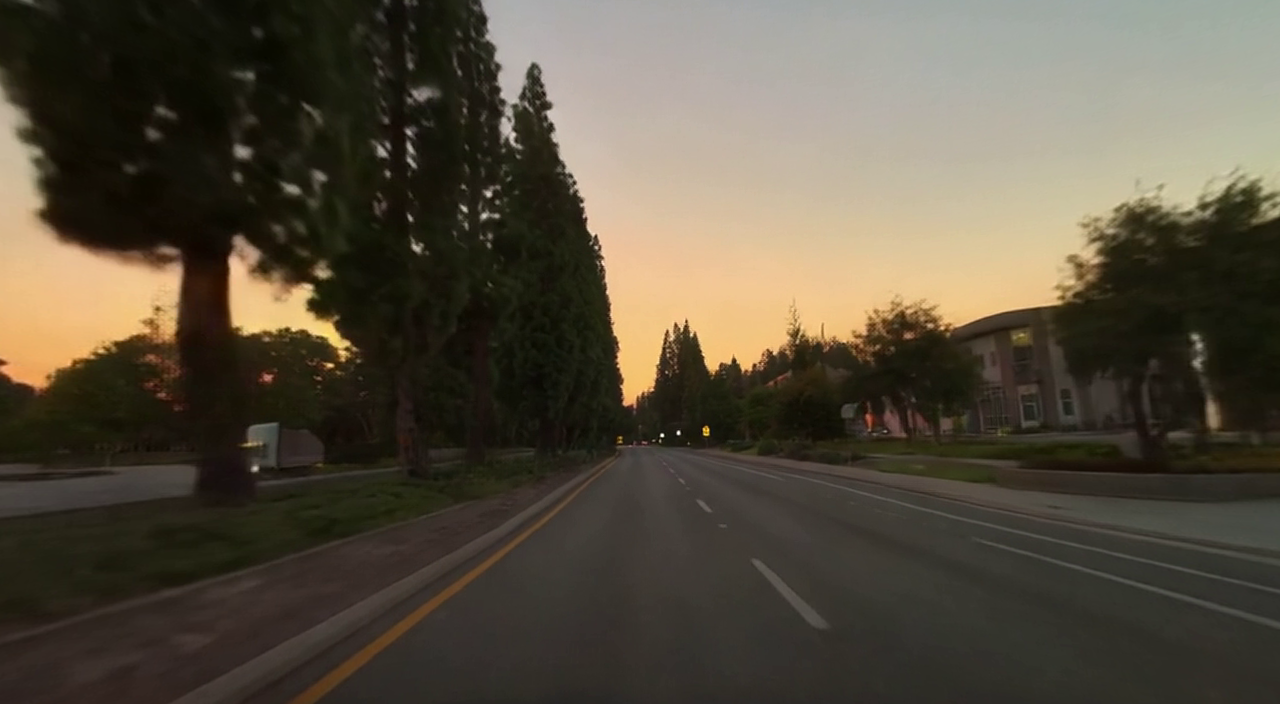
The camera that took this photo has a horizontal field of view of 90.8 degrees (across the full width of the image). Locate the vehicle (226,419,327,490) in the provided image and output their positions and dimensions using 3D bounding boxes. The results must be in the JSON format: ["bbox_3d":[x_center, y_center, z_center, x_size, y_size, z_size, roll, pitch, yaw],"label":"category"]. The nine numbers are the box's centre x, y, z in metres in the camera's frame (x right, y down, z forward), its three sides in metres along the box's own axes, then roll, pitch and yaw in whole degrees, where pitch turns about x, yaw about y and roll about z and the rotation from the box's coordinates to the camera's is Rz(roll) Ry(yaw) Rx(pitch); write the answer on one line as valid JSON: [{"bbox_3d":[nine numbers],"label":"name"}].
[{"bbox_3d":[-17.174,4.813,30.101,2.575,2.950,4.003,-4,-7,-3],"label":"vehicle"}]
